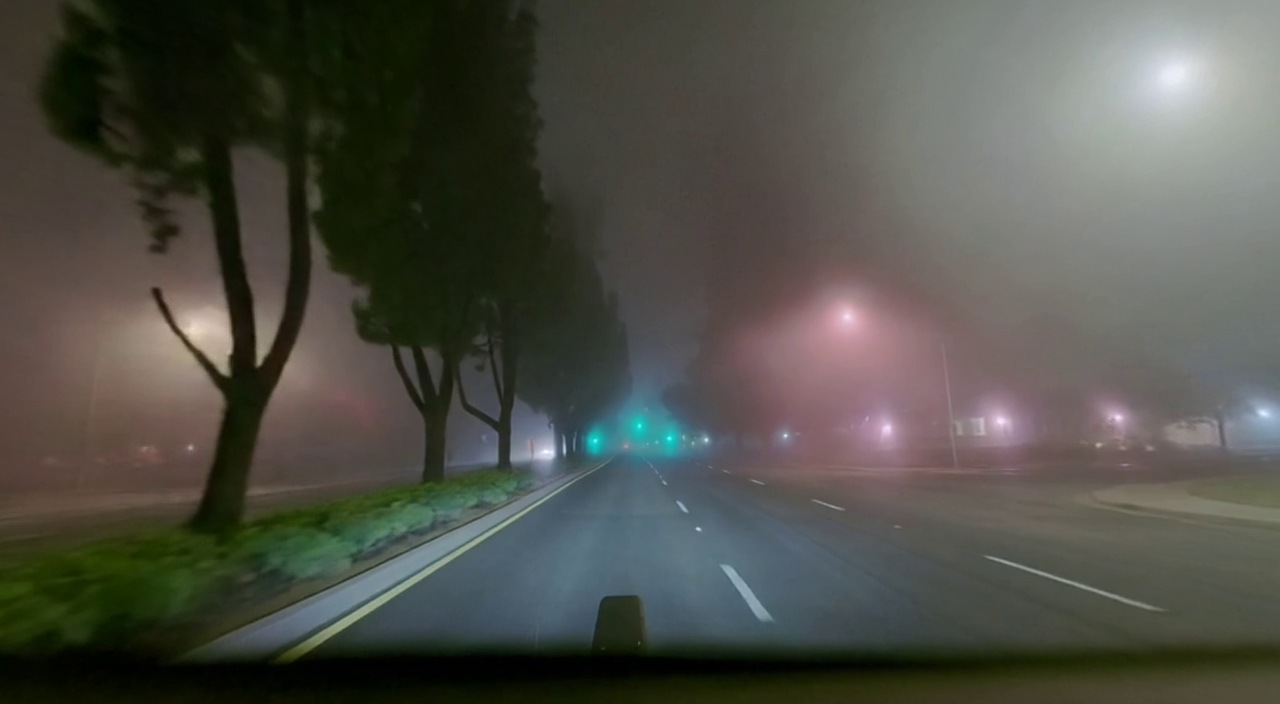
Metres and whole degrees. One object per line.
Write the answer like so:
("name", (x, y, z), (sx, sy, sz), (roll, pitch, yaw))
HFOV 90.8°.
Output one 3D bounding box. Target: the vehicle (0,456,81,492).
("vehicle", (-33.587, 6.545, 34.052), (4.805, 1.854, 2.103), (0, -9, -1))
